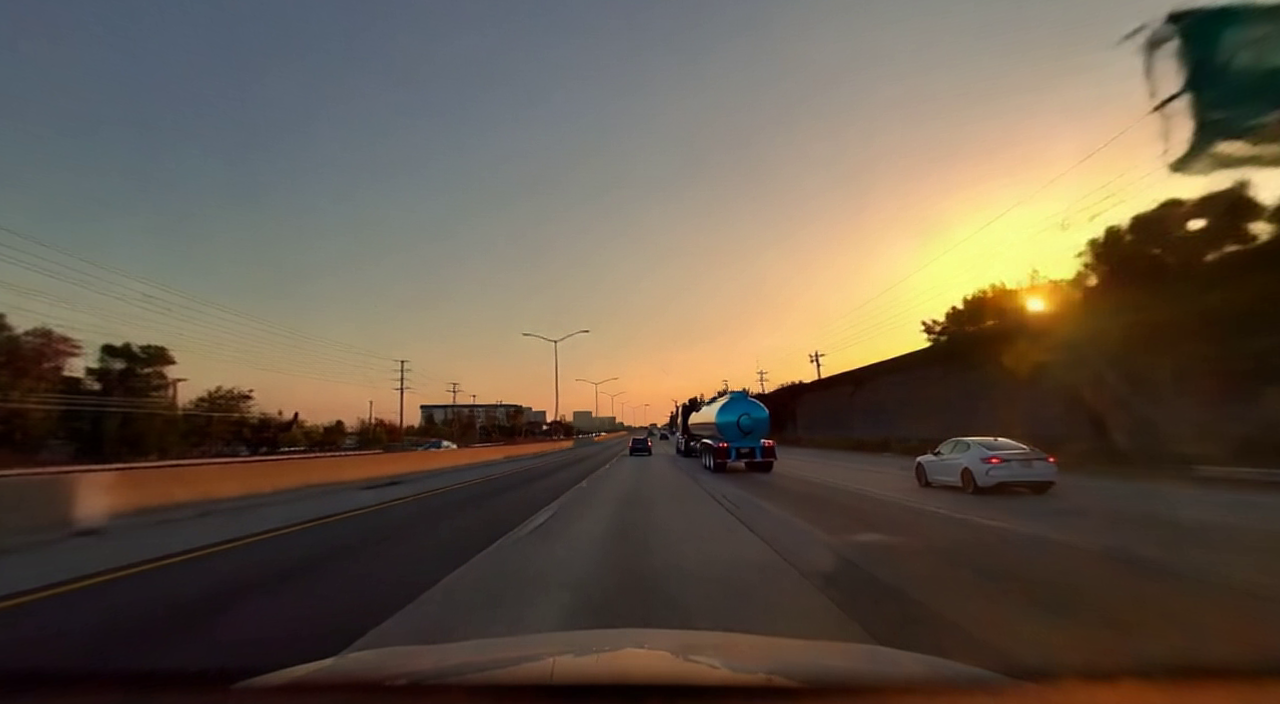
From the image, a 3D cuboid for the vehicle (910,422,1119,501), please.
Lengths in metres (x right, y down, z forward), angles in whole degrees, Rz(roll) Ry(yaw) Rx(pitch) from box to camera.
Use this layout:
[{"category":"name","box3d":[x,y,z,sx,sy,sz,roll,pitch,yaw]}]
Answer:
[{"category":"vehicle","box3d":[8.110,2.422,14.319,1.905,1.480,4.624,0,-8,0]}]

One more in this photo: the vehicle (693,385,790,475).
[{"category":"vehicle","box3d":[3.940,3.350,26.471,2.791,3.179,8.074,0,-8,1]}]
